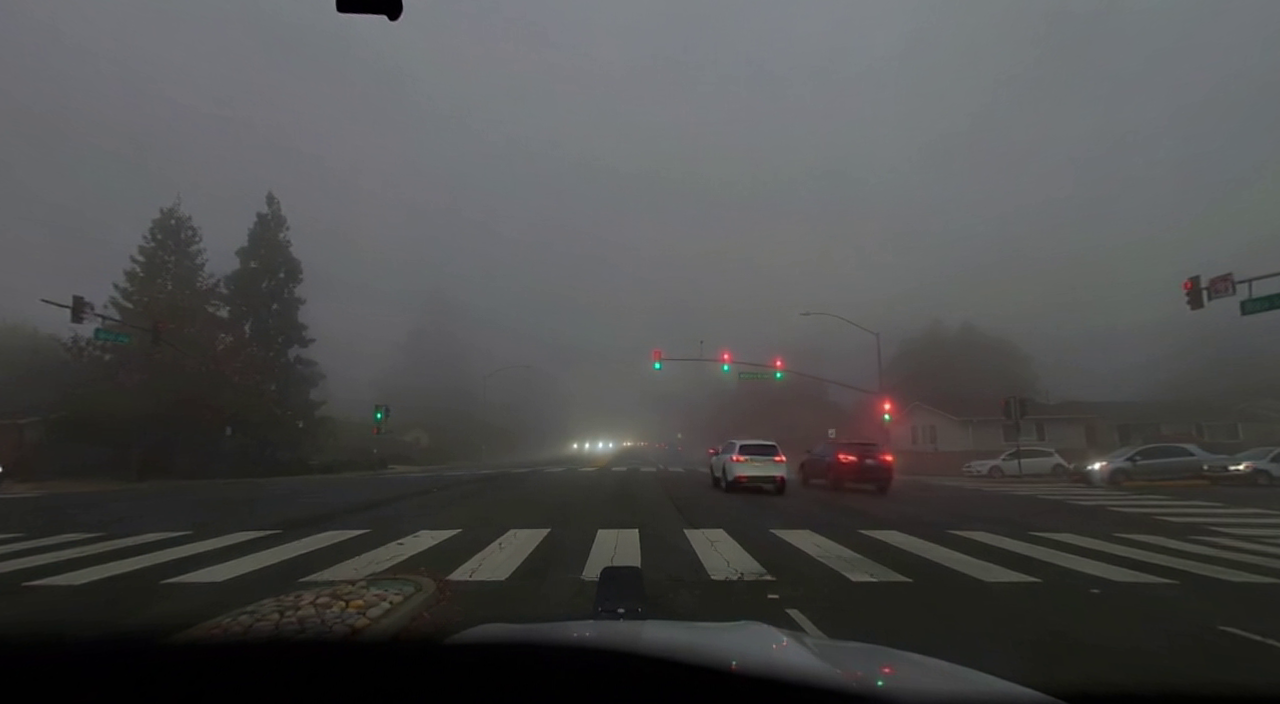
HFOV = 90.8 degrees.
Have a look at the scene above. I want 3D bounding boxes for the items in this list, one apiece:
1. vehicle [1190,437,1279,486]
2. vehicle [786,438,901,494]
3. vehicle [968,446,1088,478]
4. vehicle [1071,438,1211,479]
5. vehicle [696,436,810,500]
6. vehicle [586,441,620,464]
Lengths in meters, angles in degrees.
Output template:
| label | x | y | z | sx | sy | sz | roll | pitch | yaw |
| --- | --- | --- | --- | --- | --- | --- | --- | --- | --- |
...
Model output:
| label | x | y | z | sx | sy | sz | roll | pitch | yaw |
| --- | --- | --- | --- | --- | --- | --- | --- | --- | --- |
| vehicle | 23.611 | 4.040 | 23.479 | 4.417 | 1.725 | 1.969 | 0 | -9 | -1 |
| vehicle | 6.272 | 3.553 | 20.097 | 2.074 | 1.530 | 4.565 | 0 | -9 | -1 |
| vehicle | 19.712 | 5.604 | 32.251 | 4.874 | 1.544 | 1.779 | 0 | -9 | 1 |
| vehicle | 23.476 | 4.988 | 29.758 | 4.807 | 1.835 | 2.033 | 0 | -9 | -1 |
| vehicle | 2.912 | 3.126 | 17.558 | 2.142 | 1.506 | 4.948 | 0 | -9 | -1 |
| vehicle | -2.423 | 6.709 | 42.282 | 2.045 | 1.484 | 3.991 | 0 | -9 | 0 |
